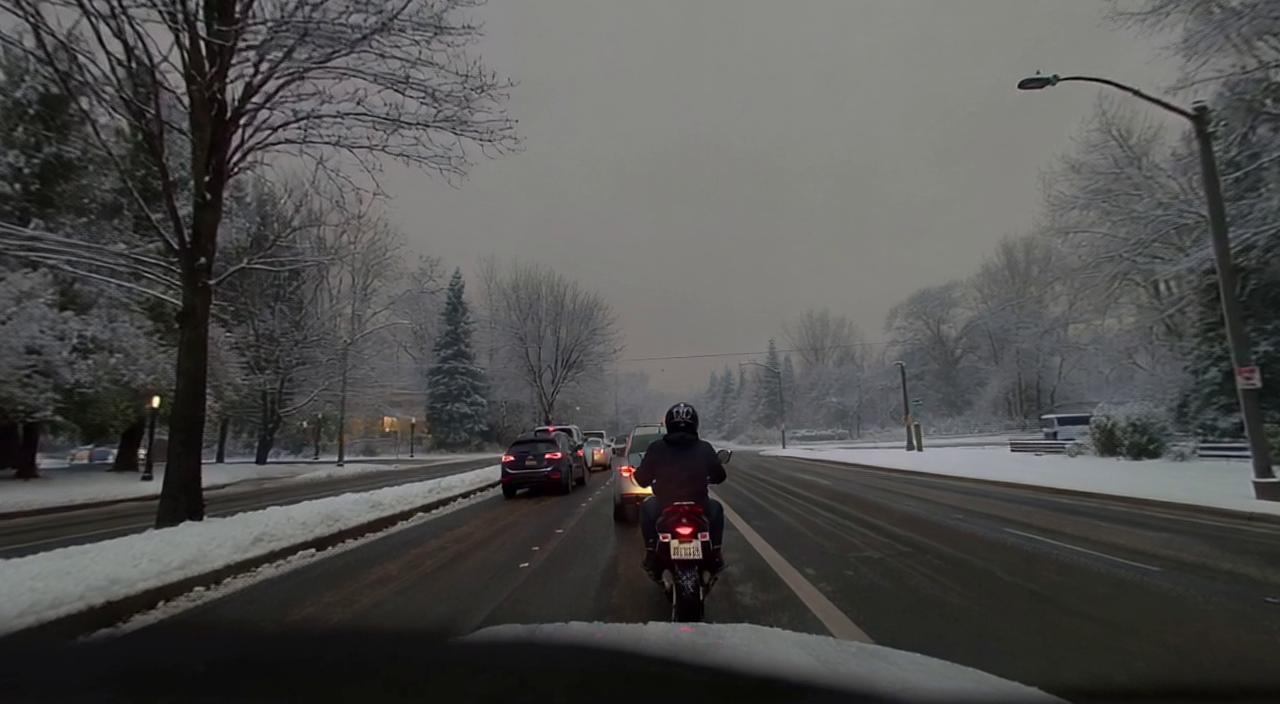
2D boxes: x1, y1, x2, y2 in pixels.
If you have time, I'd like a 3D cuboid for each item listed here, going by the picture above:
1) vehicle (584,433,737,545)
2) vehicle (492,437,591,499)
[{"bbox_3d":[0.332,2.146,10.676,2.009,1.450,4.608,-1,-8,2],"label":"vehicle"},{"bbox_3d":[-2.563,3.114,17.370,1.979,1.499,3.840,-1,-8,2],"label":"vehicle"}]
